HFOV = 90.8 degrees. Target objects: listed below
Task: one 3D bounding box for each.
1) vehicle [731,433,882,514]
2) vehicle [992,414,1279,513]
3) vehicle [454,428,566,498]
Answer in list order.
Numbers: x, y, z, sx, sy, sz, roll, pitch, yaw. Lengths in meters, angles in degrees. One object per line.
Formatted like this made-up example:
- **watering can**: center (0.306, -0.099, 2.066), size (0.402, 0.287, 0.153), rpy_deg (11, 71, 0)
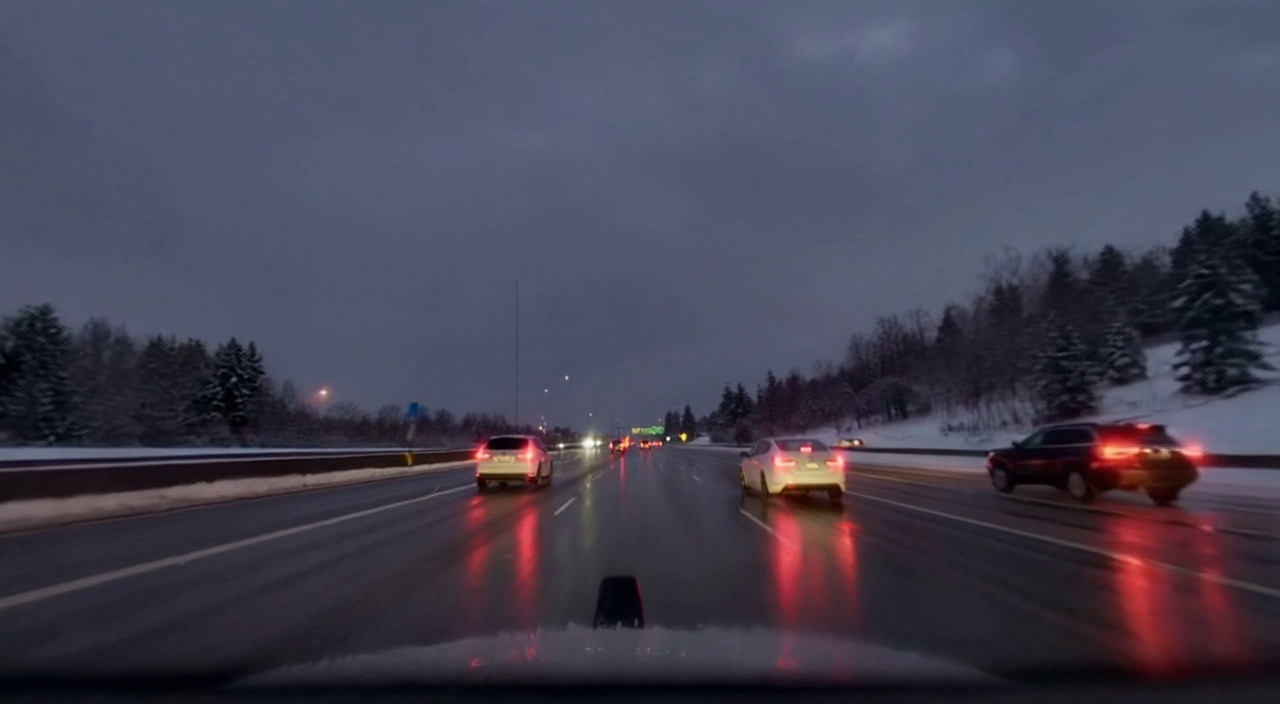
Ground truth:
- **vehicle**: center (3.573, 2.721, 14.700), size (2.107, 1.550, 4.949), rpy_deg (0, -9, -1)
- **vehicle**: center (11.135, 2.564, 14.966), size (2.223, 1.865, 5.704), rpy_deg (0, -9, -1)
- **vehicle**: center (-3.550, 3.131, 18.217), size (2.193, 1.746, 4.512), rpy_deg (0, -9, 1)
